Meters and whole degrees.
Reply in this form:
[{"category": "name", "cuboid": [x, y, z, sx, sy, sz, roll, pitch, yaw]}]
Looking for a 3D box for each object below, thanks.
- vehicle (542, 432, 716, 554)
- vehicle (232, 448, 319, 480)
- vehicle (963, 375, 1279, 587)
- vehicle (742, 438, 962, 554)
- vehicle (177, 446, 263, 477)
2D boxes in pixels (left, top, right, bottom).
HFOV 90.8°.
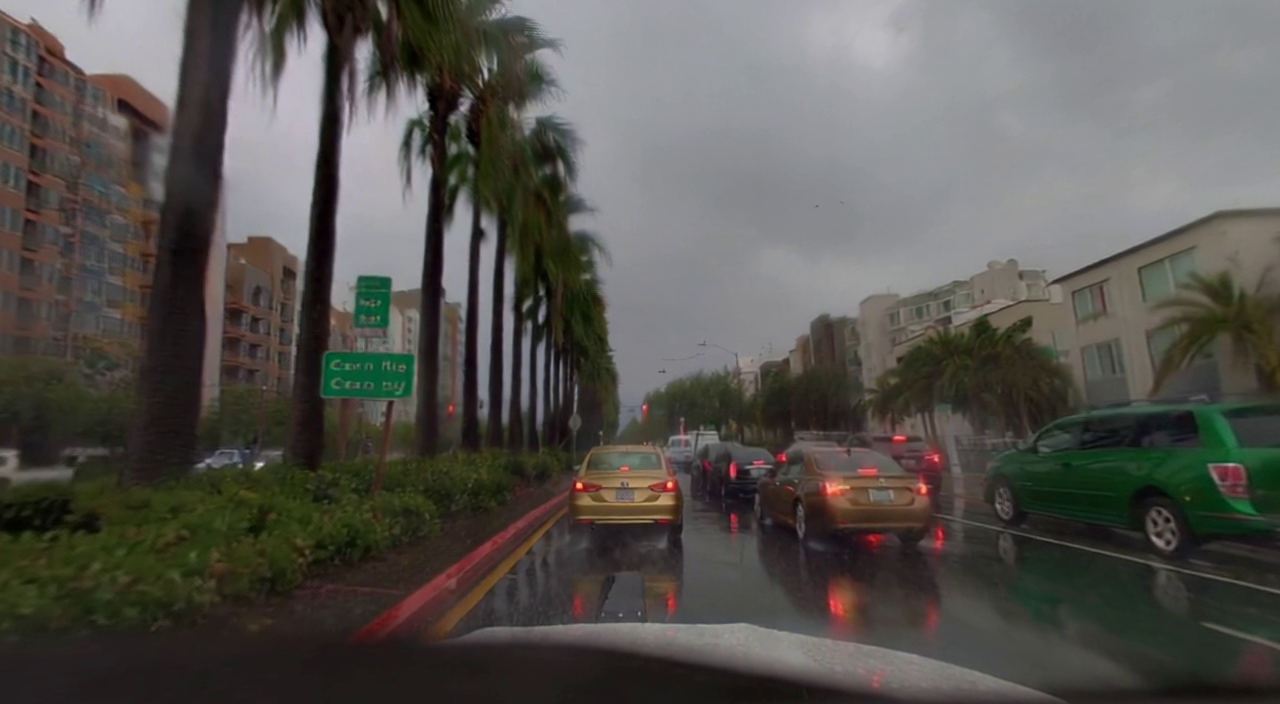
[{"category": "vehicle", "cuboid": [-0.159, 2.049, 9.893, 2.158, 1.498, 3.919, 0, -8, -1]}, {"category": "vehicle", "cuboid": [-20.621, 6.322, 36.029, 2.053, 1.631, 4.900, 0, -8, -1]}, {"category": "vehicle", "cuboid": [7.219, 1.664, 9.045, 2.254, 2.072, 5.577, 0, -8, 1]}, {"category": "vehicle", "cuboid": [3.072, 2.160, 10.314, 1.925, 1.451, 4.436, 0, -8, -2]}, {"category": "vehicle", "cuboid": [-28.345, 7.374, 42.902, 2.115, 1.884, 5.481, 0, -8, -1]}]
